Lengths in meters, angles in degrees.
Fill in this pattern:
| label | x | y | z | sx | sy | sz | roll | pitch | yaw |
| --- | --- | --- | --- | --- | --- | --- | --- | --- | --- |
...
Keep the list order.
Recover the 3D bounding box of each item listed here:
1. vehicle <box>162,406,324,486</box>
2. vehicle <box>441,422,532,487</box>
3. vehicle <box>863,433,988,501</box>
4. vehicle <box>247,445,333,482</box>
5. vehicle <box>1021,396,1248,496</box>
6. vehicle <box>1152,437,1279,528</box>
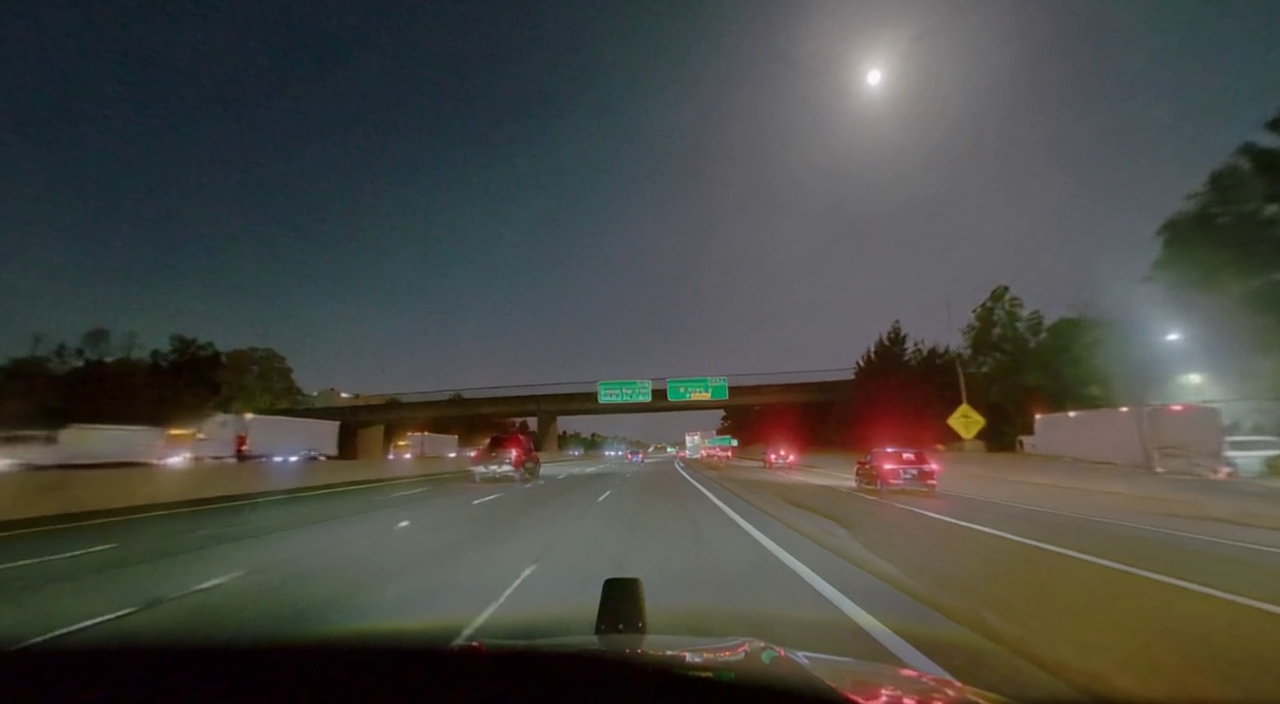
| label | x | y | z | sx | sy | sz | roll | pitch | yaw |
| --- | --- | --- | --- | --- | --- | --- | --- | --- | --- |
| vehicle | -23.130 | 5.615 | 37.732 | 2.945 | 4.107 | 9.775 | 0 | -8 | 2 |
| vehicle | -6.149 | 4.206 | 26.074 | 2.264 | 2.379 | 5.248 | 0 | -8 | 2 |
| vehicle | 9.051 | 3.656 | 20.495 | 2.146 | 1.929 | 4.388 | -1 | -8 | 3 |
| vehicle | -19.264 | 6.118 | 34.979 | 1.914 | 1.897 | 4.674 | 0 | -8 | 2 |
| vehicle | 20.391 | 4.009 | 27.050 | 3.022 | 3.547 | 8.645 | -1 | -8 | 3 |
| vehicle | 19.253 | 3.899 | 19.342 | 2.426 | 2.235 | 5.980 | -4 | -6 | 6 |
